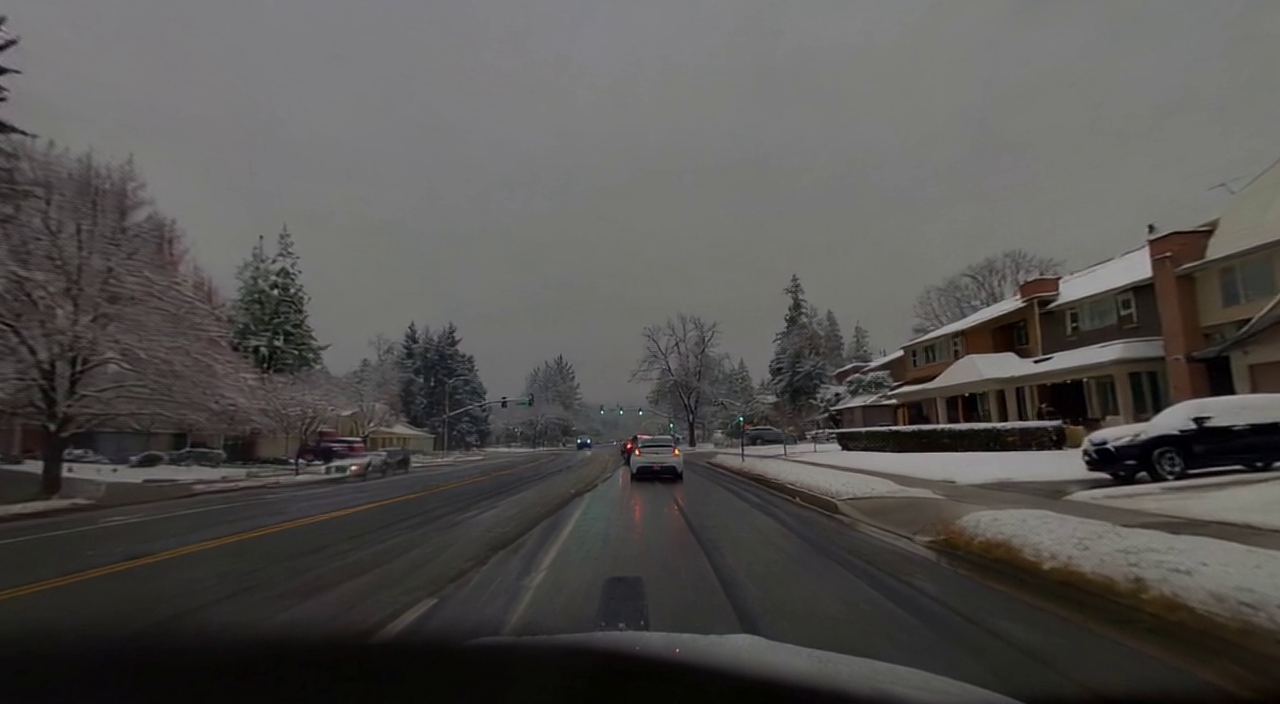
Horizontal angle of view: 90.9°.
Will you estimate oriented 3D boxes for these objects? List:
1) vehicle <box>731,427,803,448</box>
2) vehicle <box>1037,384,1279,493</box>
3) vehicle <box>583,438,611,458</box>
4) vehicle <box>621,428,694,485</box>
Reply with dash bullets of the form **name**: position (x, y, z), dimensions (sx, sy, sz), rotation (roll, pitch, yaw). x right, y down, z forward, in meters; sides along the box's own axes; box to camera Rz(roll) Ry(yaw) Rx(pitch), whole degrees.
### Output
- **vehicle**: position (9.272, 6.271, 46.139), dimensions (4.783, 1.514, 1.895), rotation (2, -9, -14)
- **vehicle**: position (10.159, 1.451, 11.244), dimensions (4.746, 1.485, 1.916), rotation (-5, -8, 0)
- **vehicle**: position (-3.305, 7.446, 48.819), dimensions (2.040, 1.477, 4.199), rotation (0, -8, -2)
- **vehicle**: position (0.527, 3.314, 20.230), dimensions (2.088, 1.607, 3.903), rotation (0, -8, 1)
